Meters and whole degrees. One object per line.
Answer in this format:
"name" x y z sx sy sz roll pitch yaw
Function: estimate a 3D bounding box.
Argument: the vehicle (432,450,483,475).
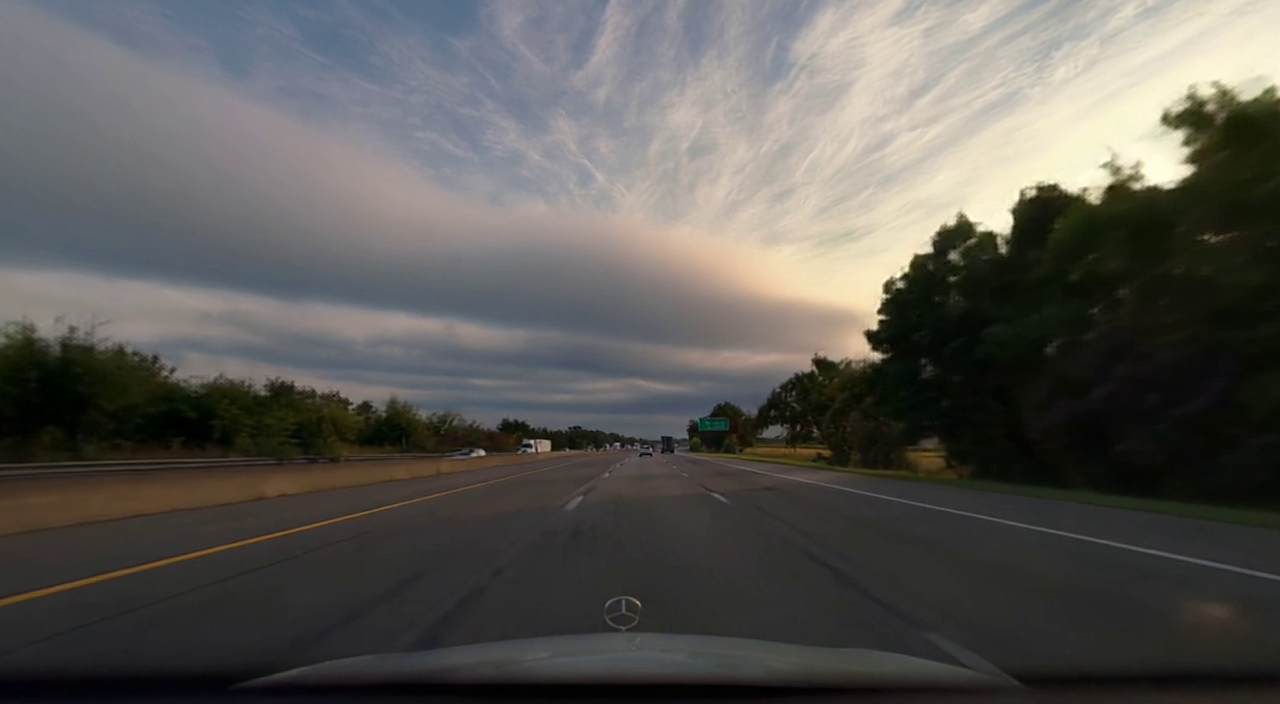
"vehicle" -11.778 7.155 40.967 1.958 1.497 4.489 -1 -9 0
